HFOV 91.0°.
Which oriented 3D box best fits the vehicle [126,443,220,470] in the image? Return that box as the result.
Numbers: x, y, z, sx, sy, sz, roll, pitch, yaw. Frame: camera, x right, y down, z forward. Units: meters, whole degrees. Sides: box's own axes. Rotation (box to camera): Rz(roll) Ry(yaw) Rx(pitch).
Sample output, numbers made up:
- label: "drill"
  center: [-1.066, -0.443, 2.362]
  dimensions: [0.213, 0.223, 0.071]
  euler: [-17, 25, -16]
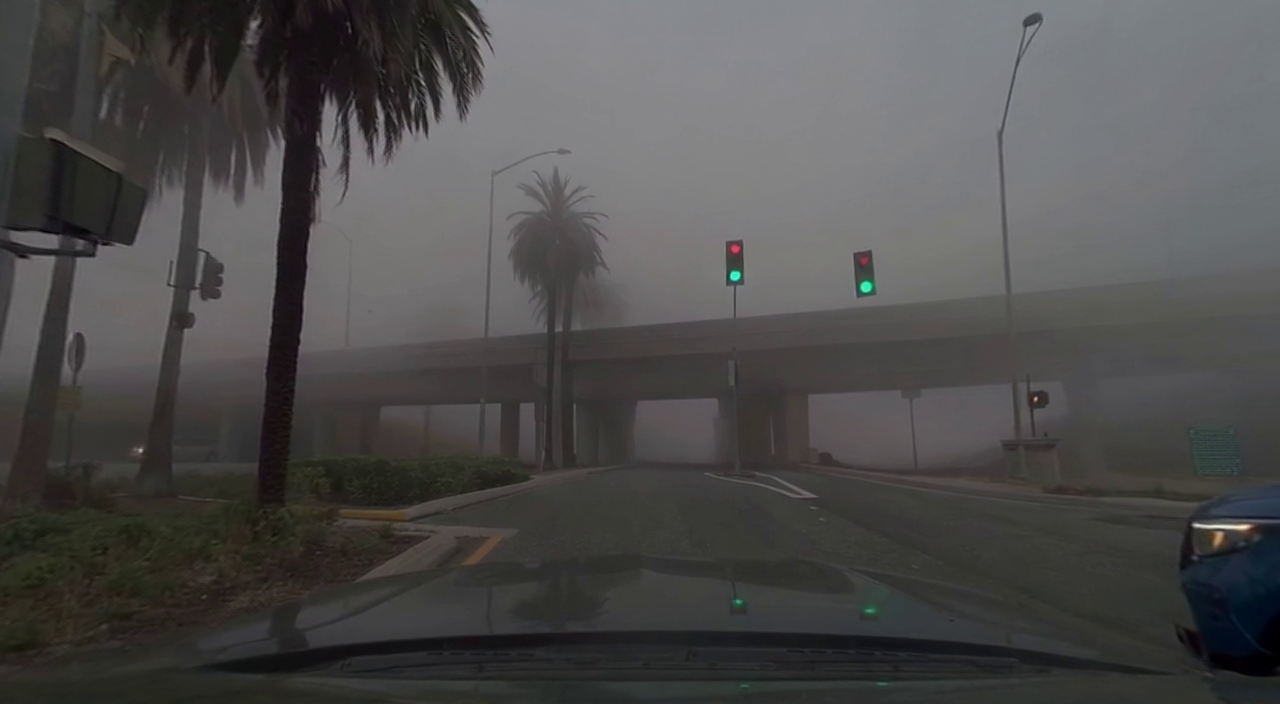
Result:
- label: "vehicle"
  center: [-26.561, 5.956, 36.006]
  dimensions: [1.830, 1.443, 4.551]
  euler: [0, -9, 1]

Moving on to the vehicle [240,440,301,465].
- label: "vehicle"
  center: [-26.272, 7.152, 44.906]
  dimensions: [1.941, 1.631, 4.017]
  euler: [0, -9, 0]

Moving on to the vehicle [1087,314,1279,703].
- label: "vehicle"
  center: [3.452, 0.531, 0.974]
  dimensions: [2.028, 1.770, 4.737]
  euler: [0, -9, 1]
